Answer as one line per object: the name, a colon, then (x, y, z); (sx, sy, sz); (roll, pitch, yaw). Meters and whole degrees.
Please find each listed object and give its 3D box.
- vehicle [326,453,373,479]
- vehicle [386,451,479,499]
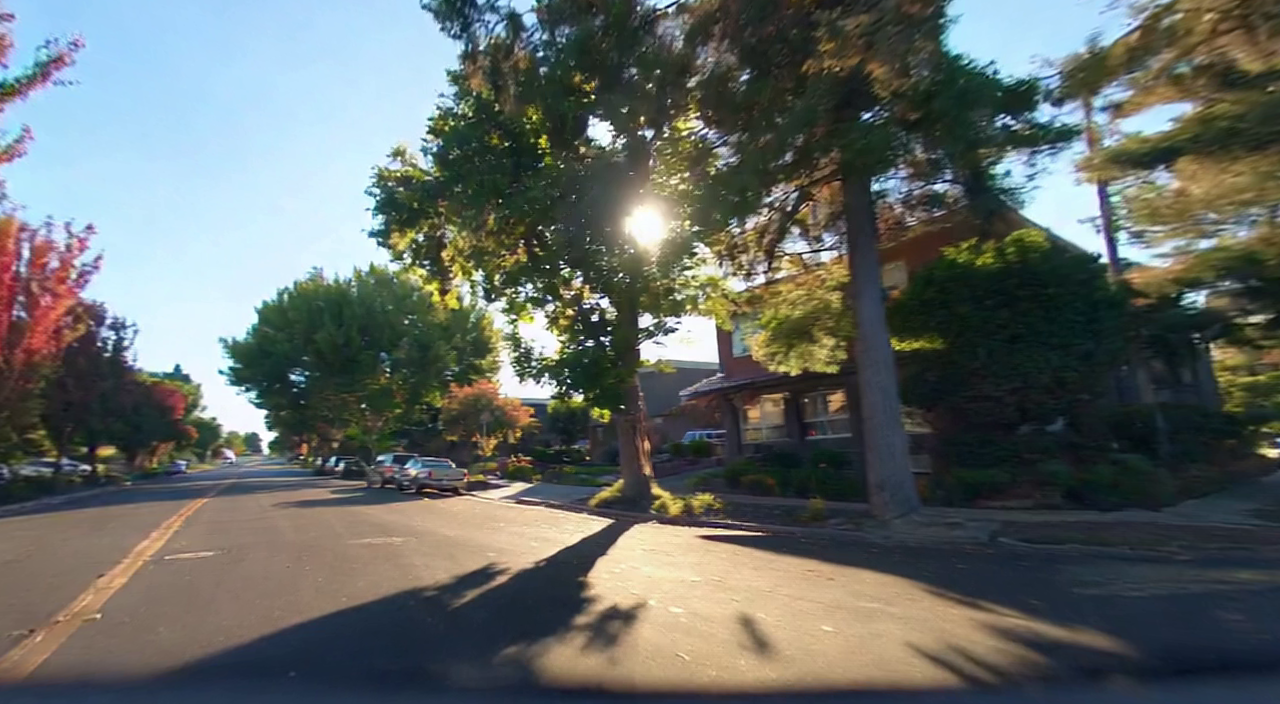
vehicle: (-19.291, 7.502, 41.749); (1.952, 1.538, 5.215); (5, -10, -33)
vehicle: (-7.789, 4.470, 23.424); (1.933, 1.528, 5.006); (5, -10, -33)
